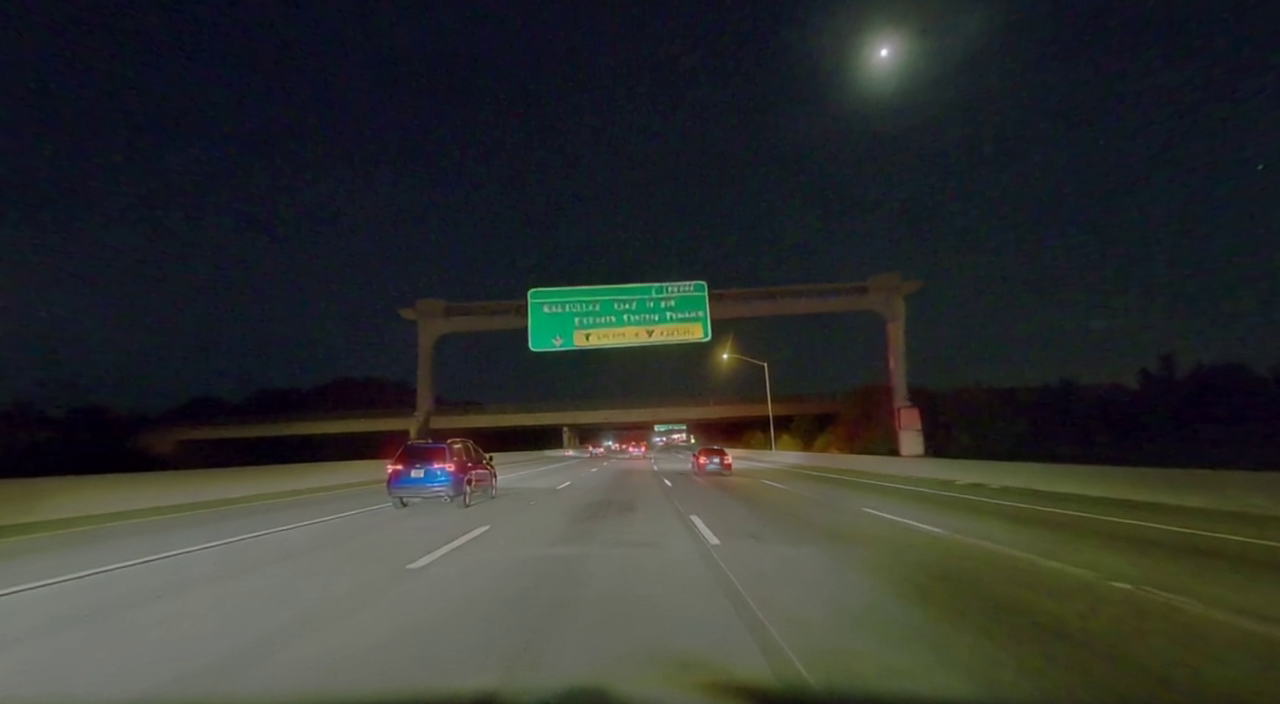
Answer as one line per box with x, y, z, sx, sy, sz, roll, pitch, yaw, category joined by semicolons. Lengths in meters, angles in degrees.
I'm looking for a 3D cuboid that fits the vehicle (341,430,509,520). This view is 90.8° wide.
-4.393;2.569;13.721;2.193;1.641;4.077;0;-8;0;vehicle

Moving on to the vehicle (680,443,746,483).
2.832;4.408;25.511;2.083;1.453;4.307;0;-8;-1;vehicle
